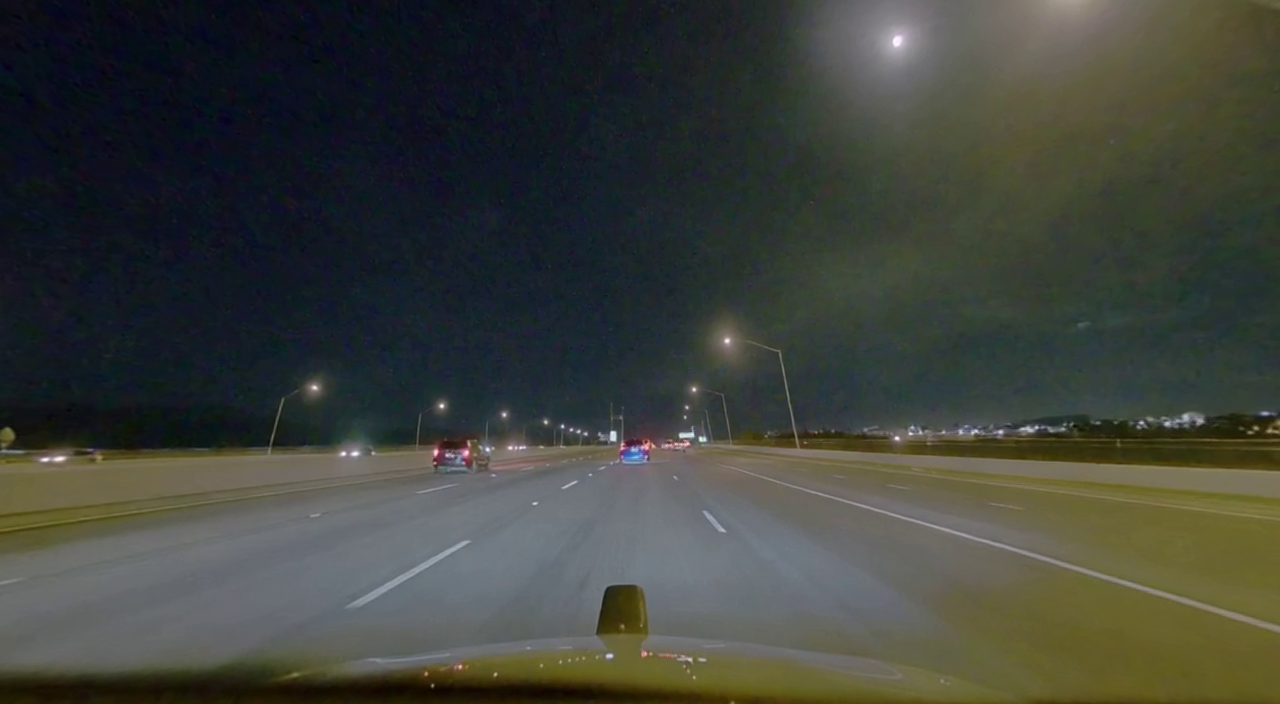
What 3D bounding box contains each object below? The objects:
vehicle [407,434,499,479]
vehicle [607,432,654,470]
[{"bbox_3d":[-6.998,3.973,24.090,1.994,1.519,4.668,0,-9,2],"label":"vehicle"},{"bbox_3d":[-0.379,4.842,30.806,2.155,1.690,4.318,0,-9,1],"label":"vehicle"}]
